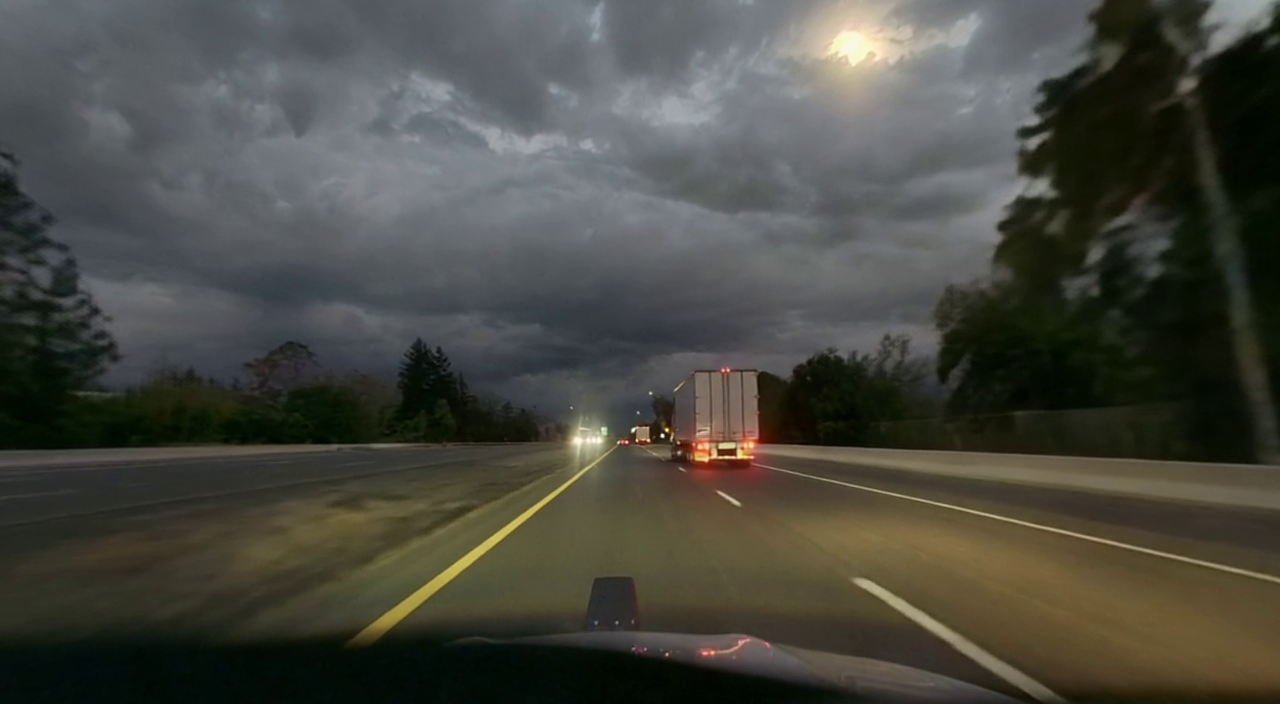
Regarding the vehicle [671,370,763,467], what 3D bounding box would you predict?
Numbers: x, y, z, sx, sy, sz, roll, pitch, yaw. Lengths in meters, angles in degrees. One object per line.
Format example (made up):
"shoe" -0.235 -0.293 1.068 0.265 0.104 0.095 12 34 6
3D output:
"vehicle" 3.435 3.447 31.354 2.911 3.994 10.840 0 -8 -1
